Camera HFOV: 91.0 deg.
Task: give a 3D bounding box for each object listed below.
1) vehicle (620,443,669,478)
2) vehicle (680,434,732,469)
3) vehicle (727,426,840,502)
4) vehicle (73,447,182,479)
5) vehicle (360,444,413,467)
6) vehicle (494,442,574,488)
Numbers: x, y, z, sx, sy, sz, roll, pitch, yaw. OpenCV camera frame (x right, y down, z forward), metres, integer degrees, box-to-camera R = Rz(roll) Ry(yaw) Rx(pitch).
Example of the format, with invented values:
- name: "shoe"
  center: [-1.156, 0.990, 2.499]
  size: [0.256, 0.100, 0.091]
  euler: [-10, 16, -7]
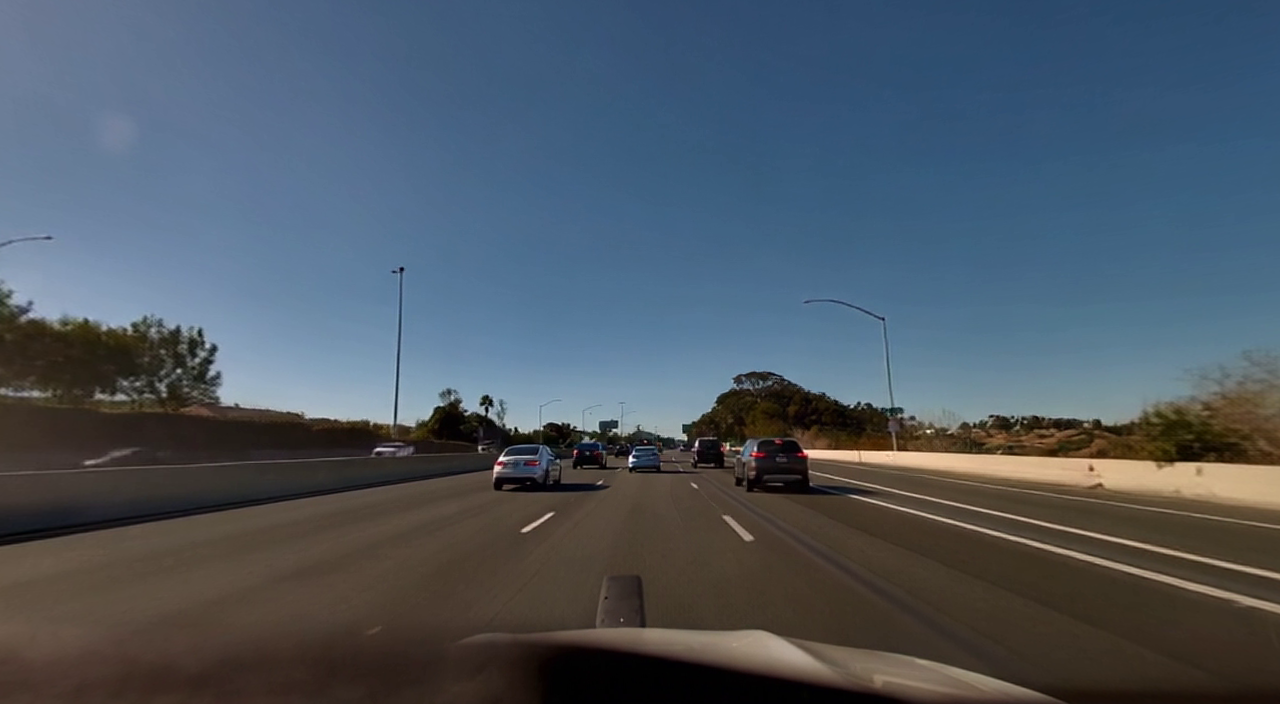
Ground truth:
- name: "vehicle"
  center: [0.226, 4.967, 28.980]
  size: [2.071, 1.478, 4.130]
  euler: [0, -9, 1]
- name: "vehicle"
  center: [4.226, 6.576, 41.775]
  size: [2.802, 2.151, 6.579]
  euler: [0, -9, 1]
- name: "vehicle"
  center: [3.648, 2.945, 16.898]
  size: [2.045, 1.768, 4.249]
  euler: [0, -9, 0]
- name: "vehicle"
  center: [-26.324, 5.680, 32.562]
  size: [1.882, 1.507, 4.506]
  euler: [0, -9, -1]
- name: "vehicle"
  center: [-19.285, 7.892, 48.081]
  size: [2.033, 1.684, 4.440]
  euler: [0, -9, 2]
- name: "vehicle"
  center: [-3.675, 4.018, 22.740]
  size: [1.996, 1.488, 4.451]
  euler: [0, -9, 2]
